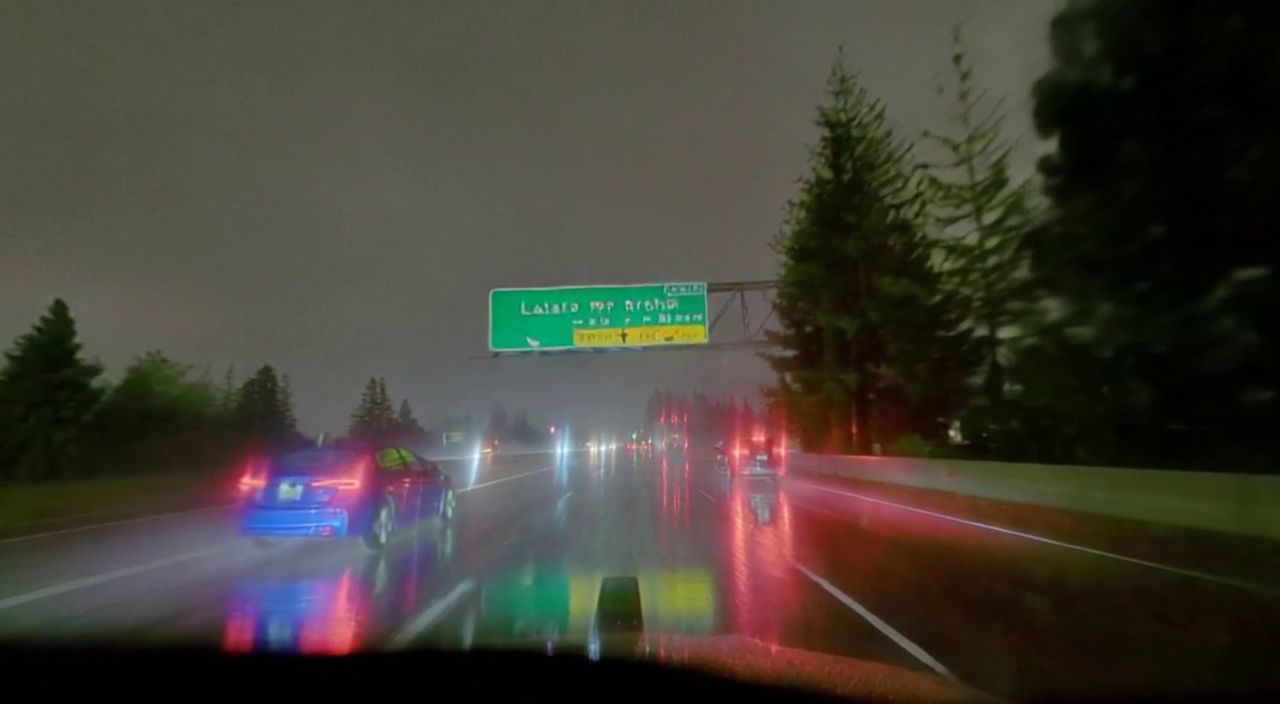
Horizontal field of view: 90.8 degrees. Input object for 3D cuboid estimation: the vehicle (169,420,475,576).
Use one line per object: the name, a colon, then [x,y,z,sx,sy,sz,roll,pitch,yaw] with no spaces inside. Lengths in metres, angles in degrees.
vehicle: [-3.958,1.882,9.057,1.903,1.607,4.770,0,-8,0]

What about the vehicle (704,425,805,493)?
vehicle: [3.263,3.164,19.009,2.065,1.760,4.488,0,-8,-1]
